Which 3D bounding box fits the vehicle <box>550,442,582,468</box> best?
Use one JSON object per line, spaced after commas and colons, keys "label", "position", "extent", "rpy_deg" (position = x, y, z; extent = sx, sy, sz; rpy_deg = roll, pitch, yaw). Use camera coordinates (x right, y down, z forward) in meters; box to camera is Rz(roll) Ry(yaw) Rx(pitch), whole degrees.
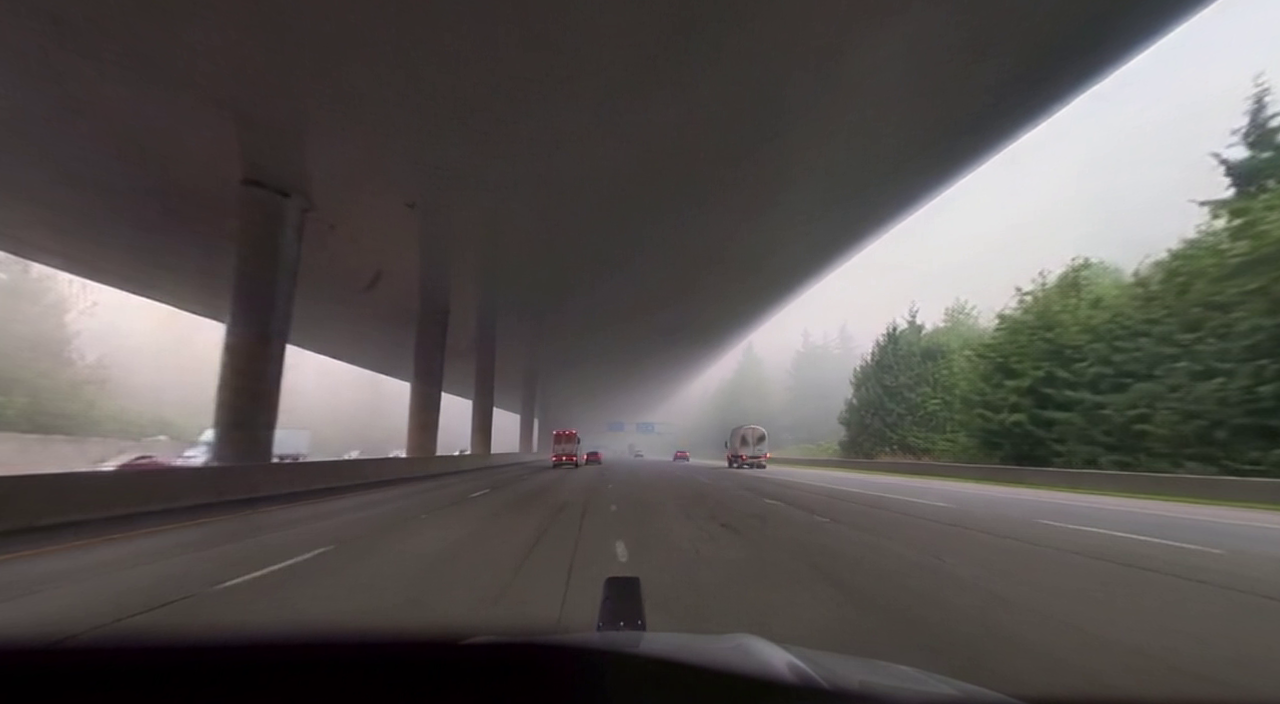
{"label": "vehicle", "position": [-5.419, 7.628, 46.738], "extent": [2.167, 1.847, 4.097], "rpy_deg": [0, -9, -5]}

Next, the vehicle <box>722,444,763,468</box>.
{"label": "vehicle", "position": [7.281, 7.457, 45.179], "extent": [1.989, 1.591, 4.348], "rpy_deg": [0, -9, -4]}

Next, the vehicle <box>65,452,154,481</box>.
{"label": "vehicle", "position": [-31.135, 6.713, 37.138], "extent": [1.827, 1.563, 4.222], "rpy_deg": [1, -9, -6]}
